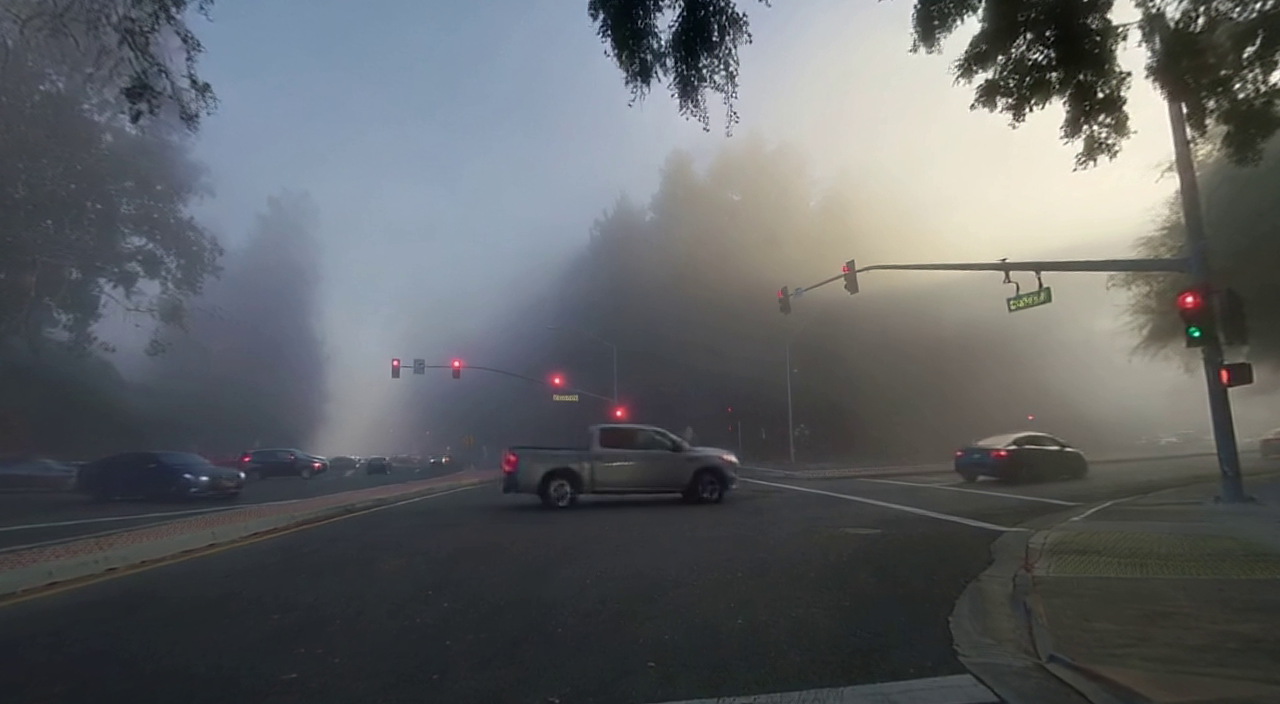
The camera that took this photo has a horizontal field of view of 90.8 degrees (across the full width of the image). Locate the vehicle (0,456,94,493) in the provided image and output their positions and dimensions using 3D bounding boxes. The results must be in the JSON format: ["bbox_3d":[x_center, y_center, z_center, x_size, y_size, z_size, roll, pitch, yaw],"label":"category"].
[{"bbox_3d":[-31.179,6.262,32.640,2.142,1.723,4.692,1,-9,-9],"label":"vehicle"}]

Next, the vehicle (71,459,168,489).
[{"bbox_3d":[-28.375,6.625,34.664,1.965,1.448,4.553,1,-9,-9],"label":"vehicle"}]

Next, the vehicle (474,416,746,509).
[{"bbox_3d":[-0.722,2.553,14.950,5.896,1.937,2.358,1,-9,-8],"label":"vehicle"}]

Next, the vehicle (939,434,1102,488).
[{"bbox_3d":[11.617,3.270,19.250,4.728,1.471,1.957,4,-10,-28],"label":"vehicle"}]

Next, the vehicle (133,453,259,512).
[{"bbox_3d":[-13.120,3.728,18.555,4.702,1.468,1.999,-8,-12,43],"label":"vehicle"}]

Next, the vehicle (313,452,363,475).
[{"bbox_3d":[-22.728,8.363,47.698,2.020,1.615,4.656,1,-9,-8],"label":"vehicle"}]

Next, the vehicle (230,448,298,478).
[{"bbox_3d":[-26.317,7.767,44.467,2.213,1.956,5.254,1,-9,-8],"label":"vehicle"}]
